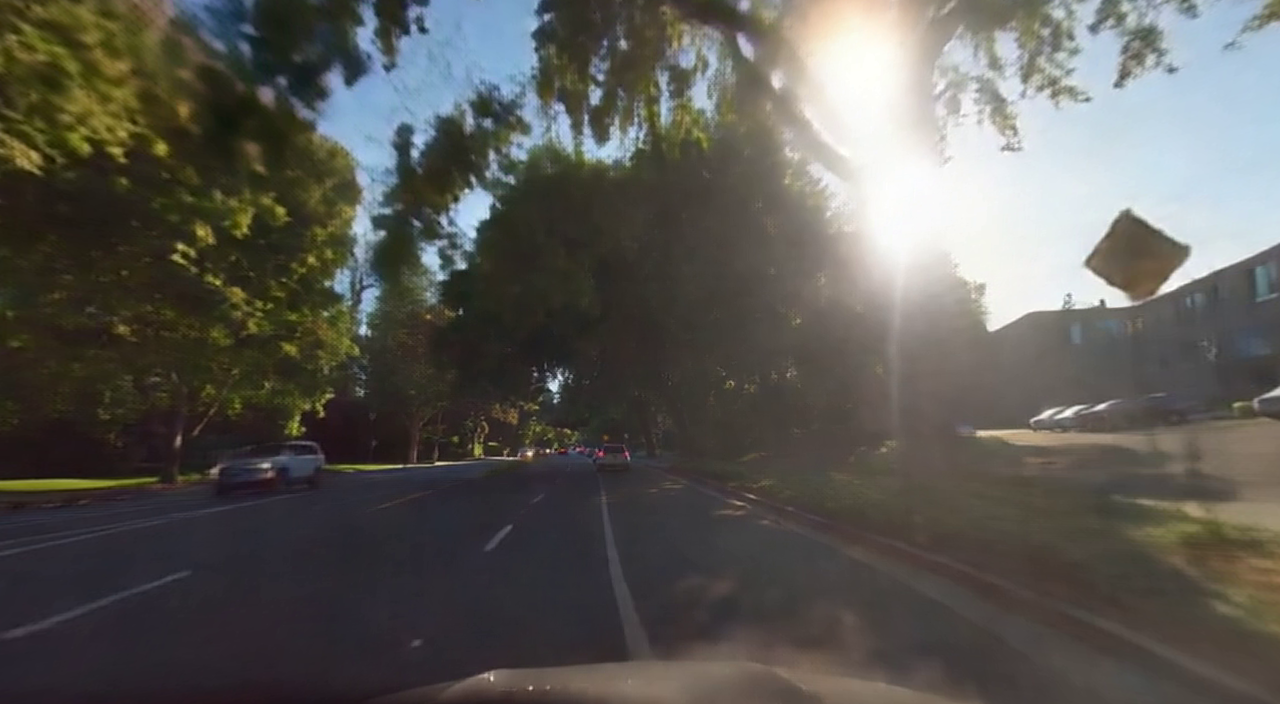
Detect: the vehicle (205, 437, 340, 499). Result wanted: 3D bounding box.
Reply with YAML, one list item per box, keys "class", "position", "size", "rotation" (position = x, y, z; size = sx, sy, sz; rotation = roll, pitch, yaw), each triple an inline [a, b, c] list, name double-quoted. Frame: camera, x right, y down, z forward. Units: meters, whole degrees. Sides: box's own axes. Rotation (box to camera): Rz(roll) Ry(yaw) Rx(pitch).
- class: "vehicle"
  position: [-11.810, 3.706, 20.721]
  size: [1.969, 1.751, 4.432]
  rotation: [0, -8, -4]

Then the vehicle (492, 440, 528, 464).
- class: "vehicle"
  position: [-9.980, 7.715, 48.917]
  size: [2.049, 1.723, 4.310]
  rotation: [0, -8, -3]

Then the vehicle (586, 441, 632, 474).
- class: "vehicle"
  position: [-1.500, 5.083, 30.673]
  size: [2.111, 1.466, 4.223]
  rotation: [0, -8, -3]
